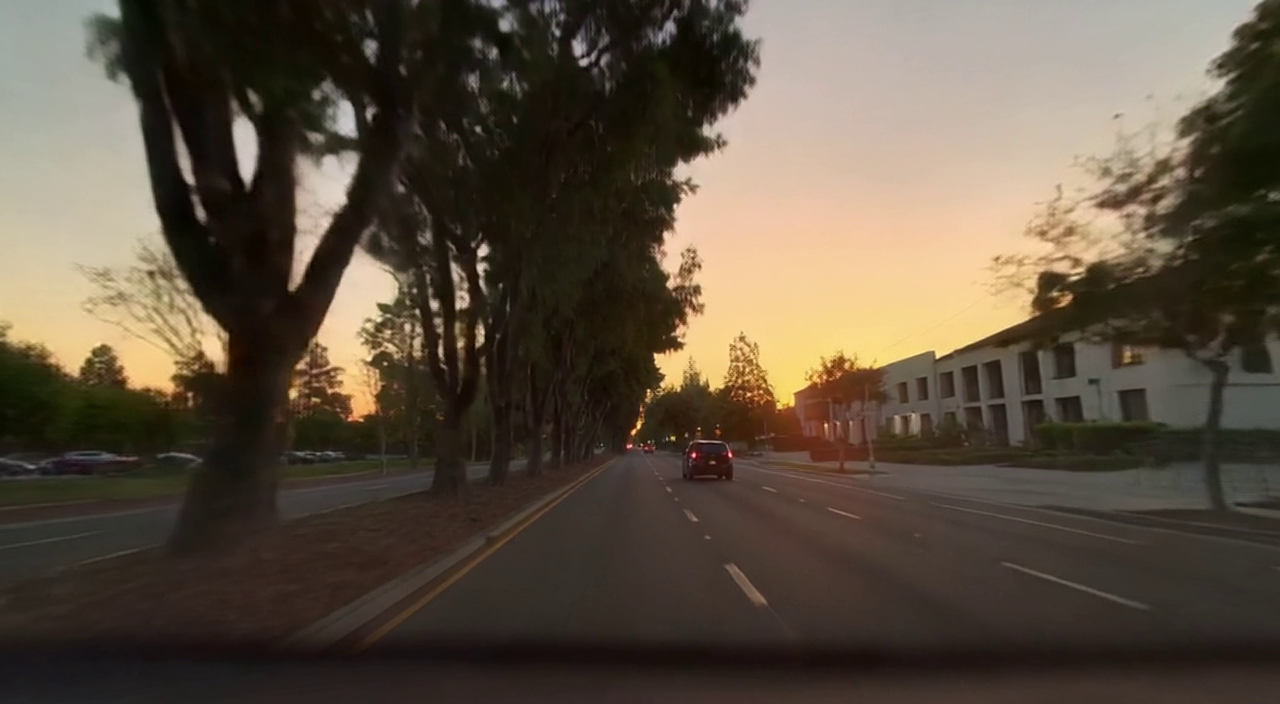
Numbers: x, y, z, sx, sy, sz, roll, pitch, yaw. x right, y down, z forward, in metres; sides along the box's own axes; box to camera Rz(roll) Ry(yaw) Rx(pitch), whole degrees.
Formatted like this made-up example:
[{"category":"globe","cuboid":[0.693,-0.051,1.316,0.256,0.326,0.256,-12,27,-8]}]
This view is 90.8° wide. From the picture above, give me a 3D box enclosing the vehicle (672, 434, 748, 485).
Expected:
[{"category":"vehicle","cuboid":[2.533,4.065,24.275,2.240,1.740,4.605,0,-8,-2]}]
